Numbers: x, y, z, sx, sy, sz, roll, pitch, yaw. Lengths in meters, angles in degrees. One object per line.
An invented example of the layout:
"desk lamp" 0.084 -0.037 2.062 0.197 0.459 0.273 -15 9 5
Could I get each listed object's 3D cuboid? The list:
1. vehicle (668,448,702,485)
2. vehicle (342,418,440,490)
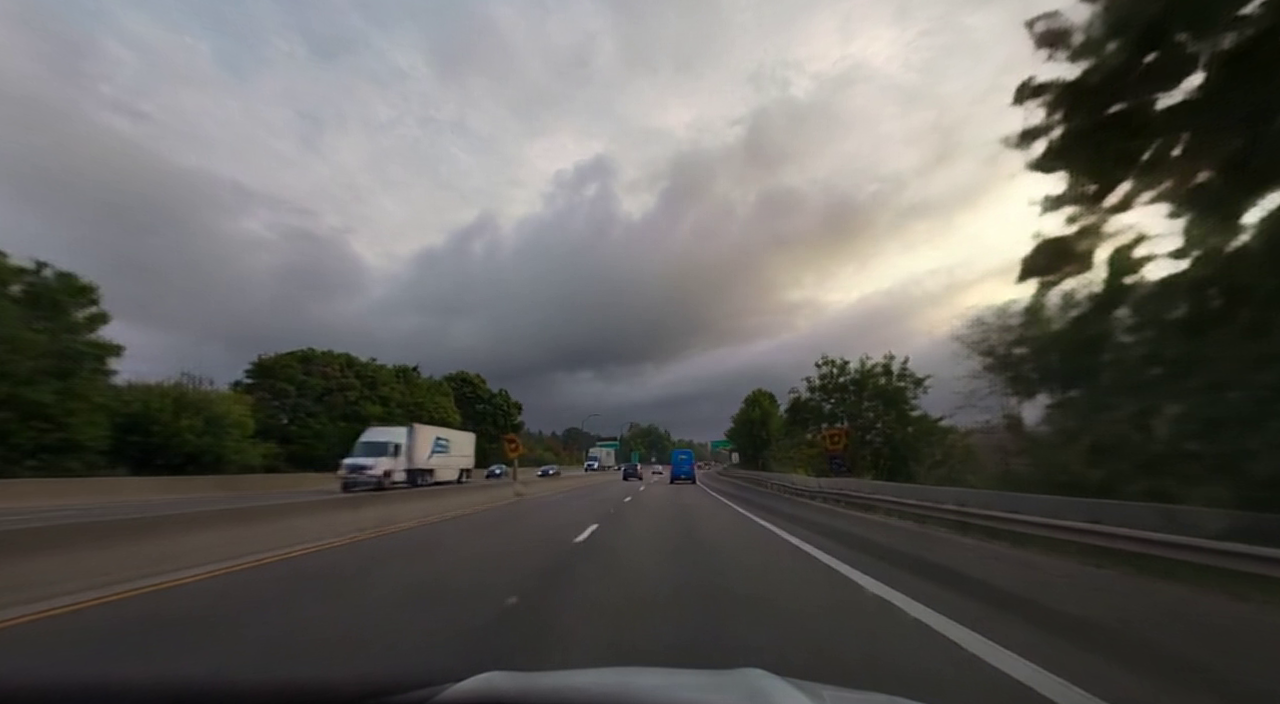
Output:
"vehicle" 3.302 8.585 47.137 2.366 2.595 5.793 0 -11 3
"vehicle" -14.673 6.170 37.767 2.881 3.885 6.052 0 -11 4
